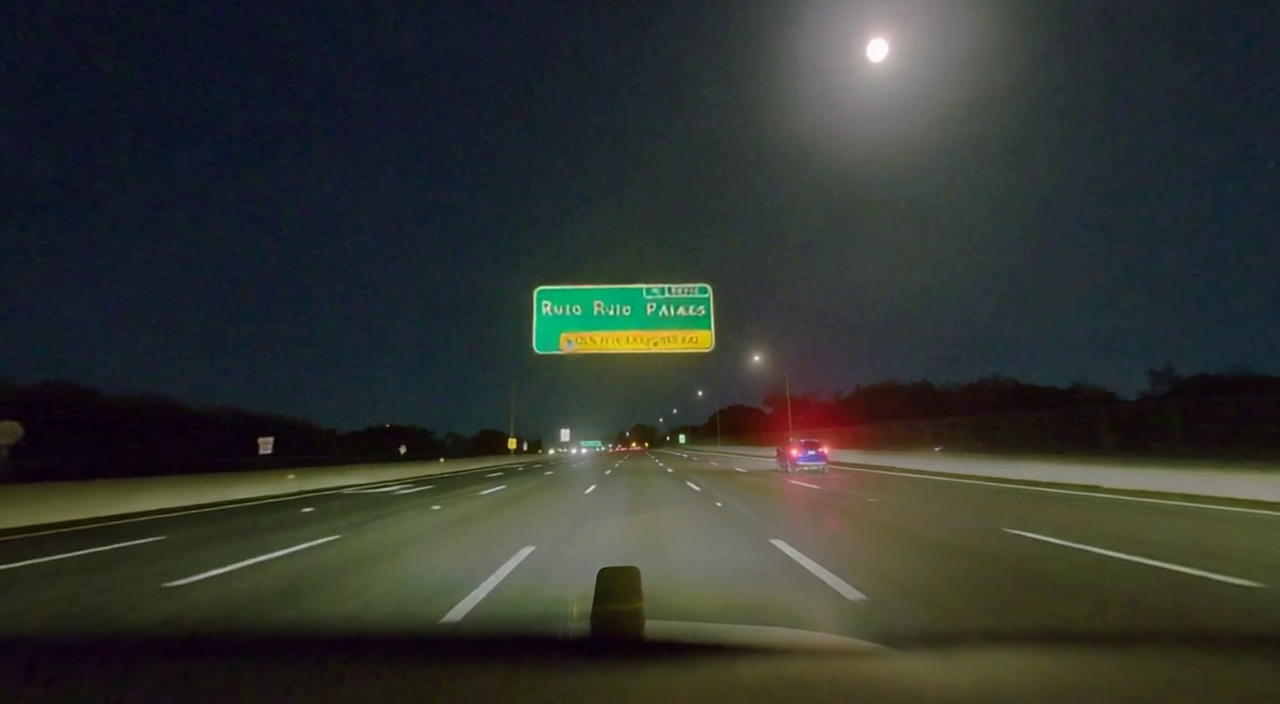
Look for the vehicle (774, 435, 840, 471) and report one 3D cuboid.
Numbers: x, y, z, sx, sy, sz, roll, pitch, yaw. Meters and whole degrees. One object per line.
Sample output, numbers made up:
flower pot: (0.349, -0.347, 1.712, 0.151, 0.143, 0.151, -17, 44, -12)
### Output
vehicle: (8.653, 5.283, 33.029, 2.091, 1.711, 4.383, 0, -9, -3)
